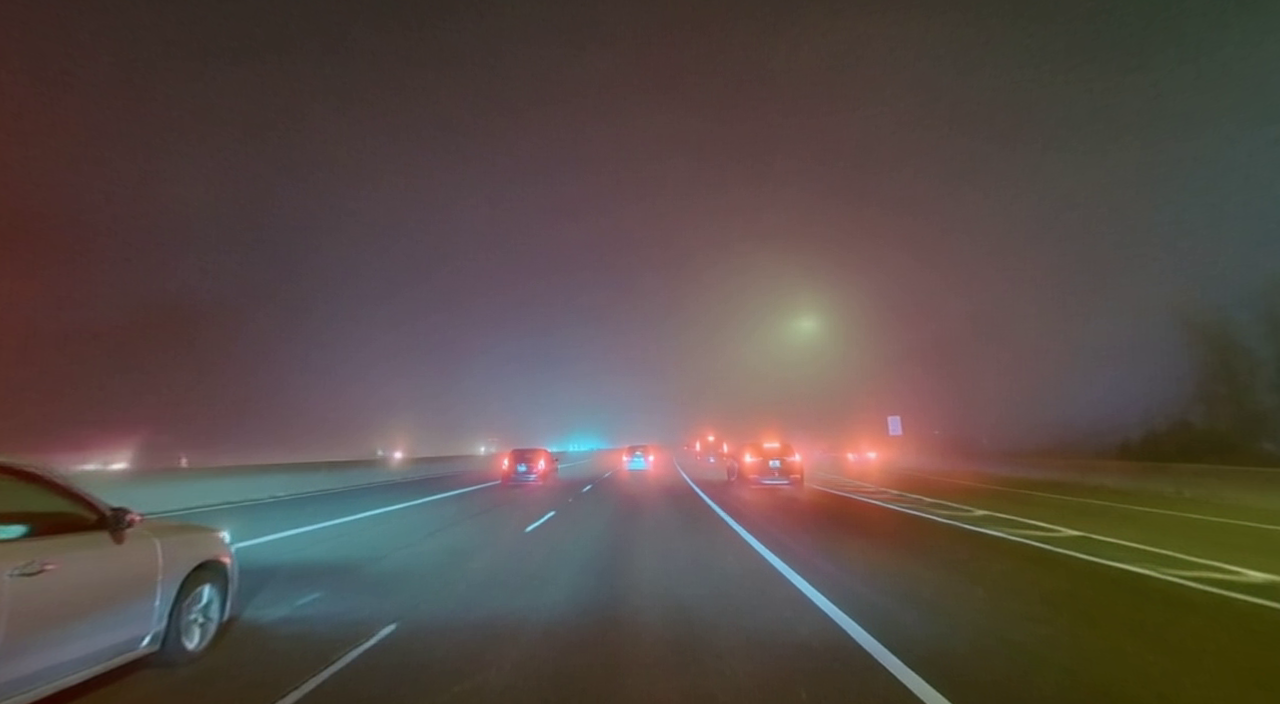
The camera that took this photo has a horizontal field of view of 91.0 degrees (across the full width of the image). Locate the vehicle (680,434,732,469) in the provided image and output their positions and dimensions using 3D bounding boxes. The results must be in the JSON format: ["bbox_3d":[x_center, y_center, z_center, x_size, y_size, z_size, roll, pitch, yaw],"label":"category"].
[{"bbox_3d":[4.226,6.576,41.775,2.802,2.151,6.579,0,-9,1],"label":"vehicle"}]

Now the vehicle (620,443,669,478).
[{"bbox_3d":[0.226,4.967,28.980,2.071,1.478,4.130,0,-9,1],"label":"vehicle"}]

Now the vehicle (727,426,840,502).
[{"bbox_3d":[3.648,2.945,16.898,2.045,1.768,4.249,0,-9,0],"label":"vehicle"}]

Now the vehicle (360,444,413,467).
[{"bbox_3d":[-19.285,7.892,48.081,2.033,1.684,4.440,0,-9,2],"label":"vehicle"}]

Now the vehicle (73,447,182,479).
[{"bbox_3d":[-26.324,5.680,32.562,1.882,1.507,4.506,0,-9,-1],"label":"vehicle"}]

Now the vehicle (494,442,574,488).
[{"bbox_3d":[-3.675,4.018,22.740,1.996,1.488,4.451,0,-9,2],"label":"vehicle"}]
